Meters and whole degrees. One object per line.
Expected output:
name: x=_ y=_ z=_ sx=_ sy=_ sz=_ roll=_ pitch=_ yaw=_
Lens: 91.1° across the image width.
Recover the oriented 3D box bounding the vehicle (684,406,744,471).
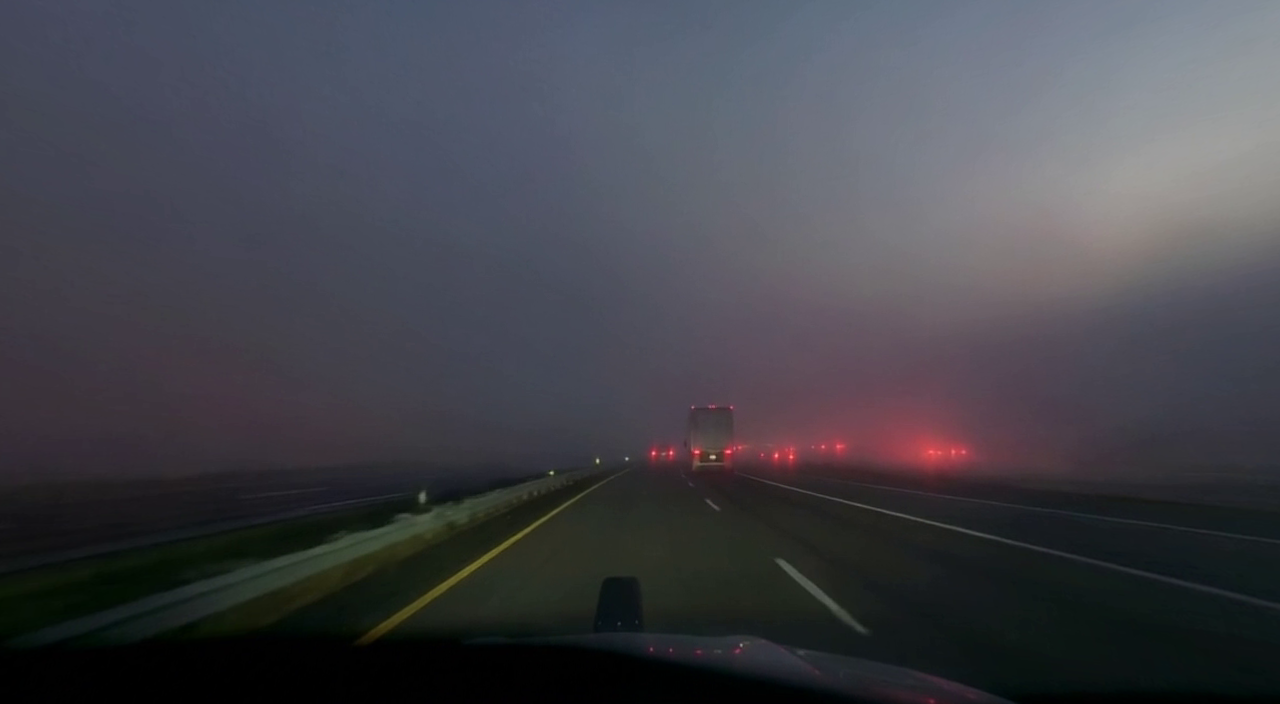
vehicle: x=5.053 y=6.324 z=45.522 sx=2.965 sy=4.028 sz=12.529 roll=0 pitch=-9 yaw=1
